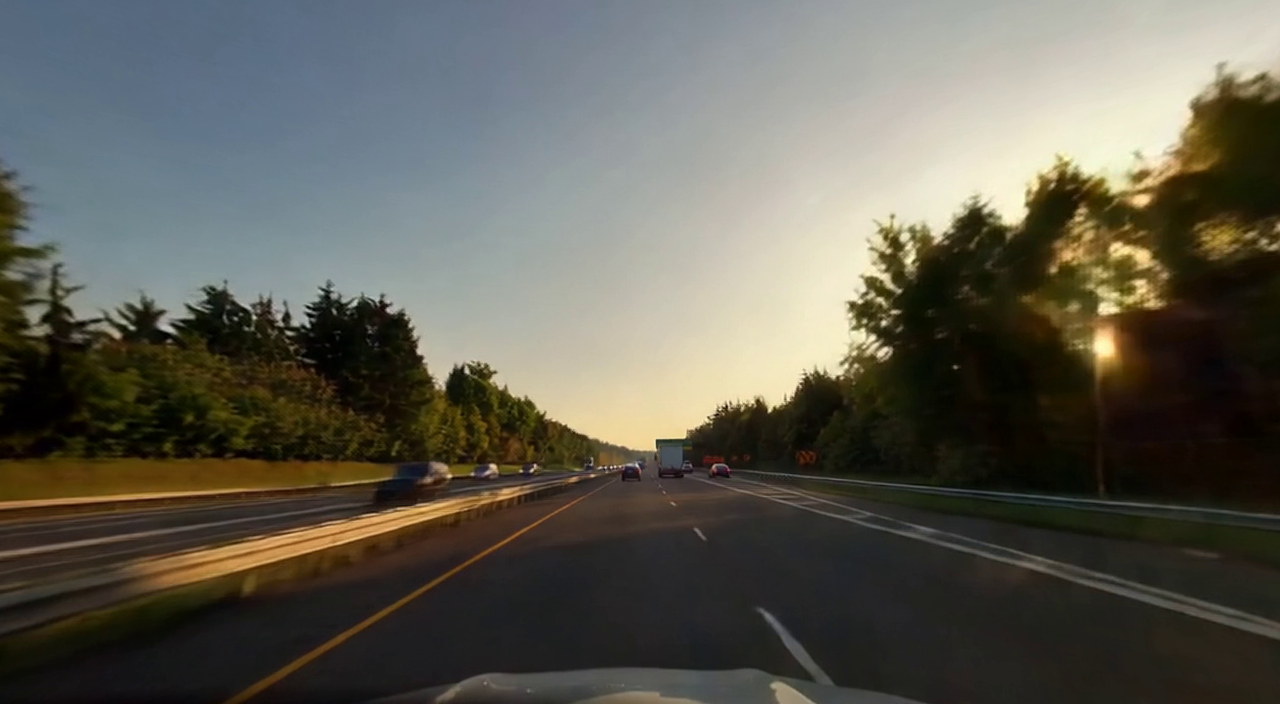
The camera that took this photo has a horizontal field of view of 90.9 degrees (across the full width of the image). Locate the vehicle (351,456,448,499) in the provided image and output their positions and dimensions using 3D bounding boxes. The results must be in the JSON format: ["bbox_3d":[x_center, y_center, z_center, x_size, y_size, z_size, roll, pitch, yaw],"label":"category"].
[{"bbox_3d":[-9.416,4.970,25.121,2.167,1.531,4.179,1,-10,0],"label":"vehicle"}]

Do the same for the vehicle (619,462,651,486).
[{"bbox_3d":[-0.342,8.073,41.837,2.025,1.452,3.927,1,-10,-1],"label":"vehicle"}]
